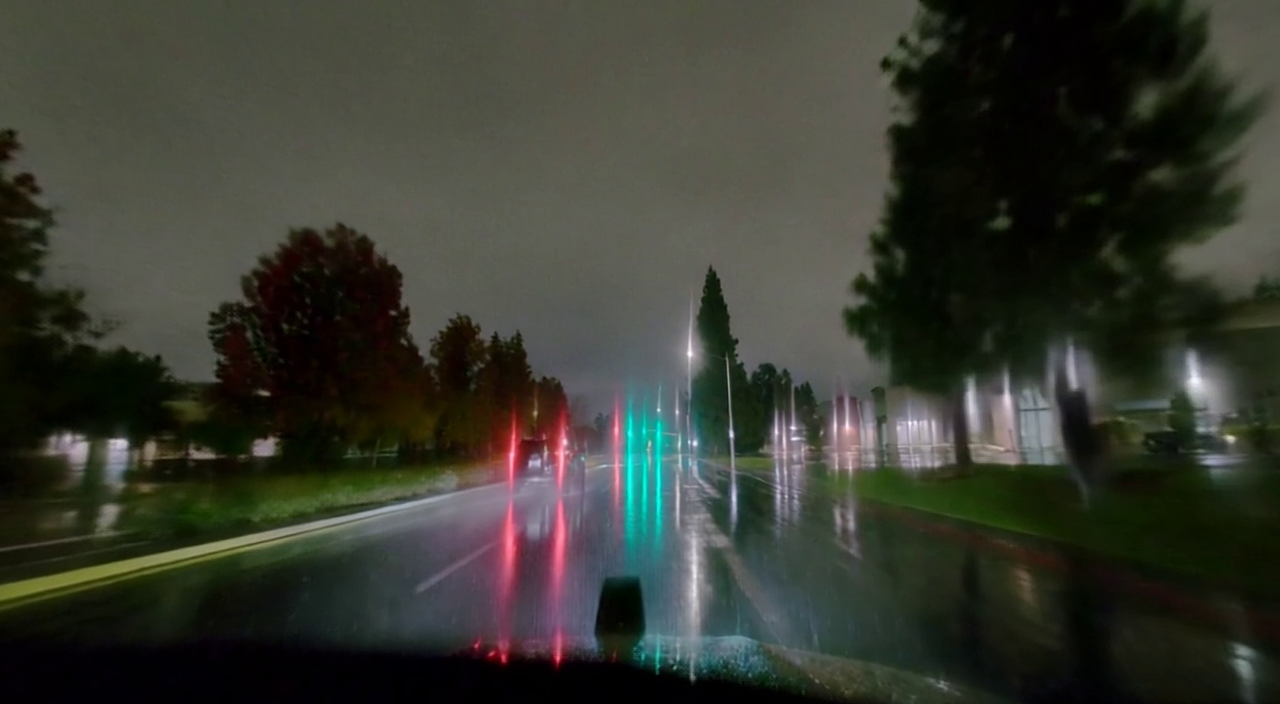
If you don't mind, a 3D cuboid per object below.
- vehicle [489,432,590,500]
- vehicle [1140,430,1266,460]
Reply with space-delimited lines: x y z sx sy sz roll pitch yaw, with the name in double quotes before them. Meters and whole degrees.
"vehicle" -2.761 3.277 18.506 2.121 1.724 4.392 0 -9 2
"vehicle" 32.590 5.388 36.683 5.239 1.663 1.977 0 -9 1
